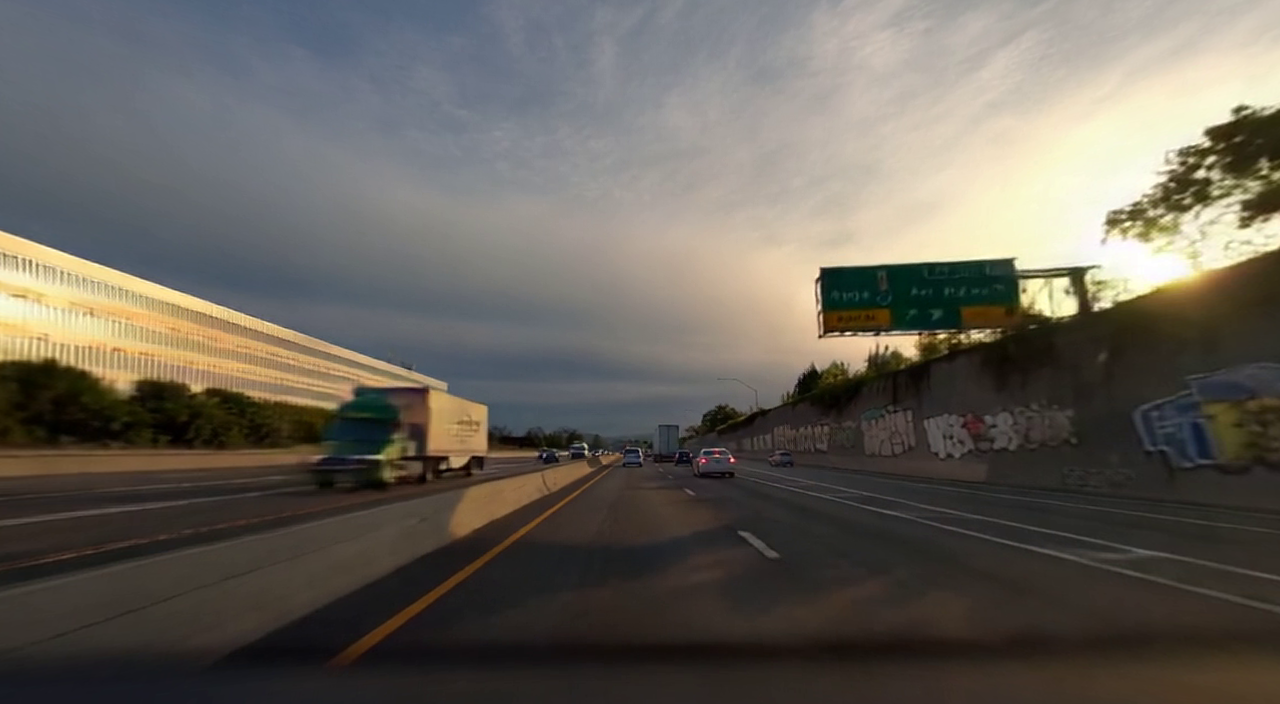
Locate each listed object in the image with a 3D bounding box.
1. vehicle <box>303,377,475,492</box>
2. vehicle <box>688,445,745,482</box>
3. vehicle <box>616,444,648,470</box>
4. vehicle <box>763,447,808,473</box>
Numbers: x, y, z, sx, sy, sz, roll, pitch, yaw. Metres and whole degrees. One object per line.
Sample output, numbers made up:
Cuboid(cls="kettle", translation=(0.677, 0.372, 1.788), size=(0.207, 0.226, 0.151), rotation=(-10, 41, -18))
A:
Cuboid(cls="vehicle", translation=(-8.422, 3.024, 22.448), size=(2.794, 3.367, 8.009), rotation=(0, -9, 0))
Cuboid(cls="vehicle", translation=(3.522, 5.262, 29.867), size=(2.045, 1.605, 4.674), rotation=(0, -9, -1))
Cuboid(cls="vehicle", translation=(-0.586, 7.510, 44.879), size=(2.169, 1.753, 4.151), rotation=(0, -9, -1))
Cuboid(cls="vehicle", translation=(9.909, 7.378, 42.951), size=(2.107, 1.648, 4.324), rotation=(-1, -9, 1))
